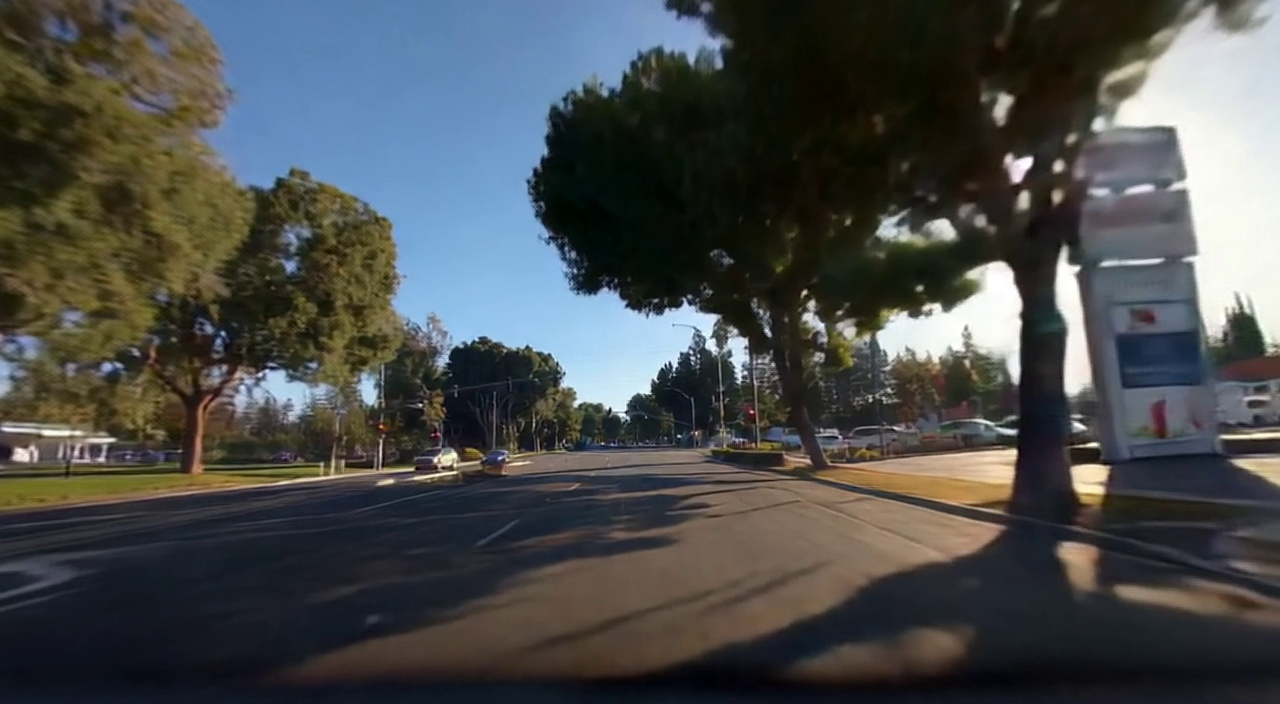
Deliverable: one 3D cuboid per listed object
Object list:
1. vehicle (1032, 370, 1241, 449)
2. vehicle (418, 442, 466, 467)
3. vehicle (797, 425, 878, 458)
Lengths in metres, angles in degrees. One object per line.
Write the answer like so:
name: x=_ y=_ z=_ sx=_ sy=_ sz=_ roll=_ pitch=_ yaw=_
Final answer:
vehicle: x=24.350 y=2.961 z=31.224 sx=7.750 sy=3.426 sz=3.178 roll=2 pitch=-9 yaw=-4
vehicle: x=-15.126 y=7.822 z=48.344 sx=2.028 sy=1.850 sz=4.746 roll=0 pitch=-8 yaw=1
vehicle: x=13.773 y=6.276 z=44.199 sx=4.821 sy=1.788 sz=2.132 roll=-5 pitch=-7 yaw=1
